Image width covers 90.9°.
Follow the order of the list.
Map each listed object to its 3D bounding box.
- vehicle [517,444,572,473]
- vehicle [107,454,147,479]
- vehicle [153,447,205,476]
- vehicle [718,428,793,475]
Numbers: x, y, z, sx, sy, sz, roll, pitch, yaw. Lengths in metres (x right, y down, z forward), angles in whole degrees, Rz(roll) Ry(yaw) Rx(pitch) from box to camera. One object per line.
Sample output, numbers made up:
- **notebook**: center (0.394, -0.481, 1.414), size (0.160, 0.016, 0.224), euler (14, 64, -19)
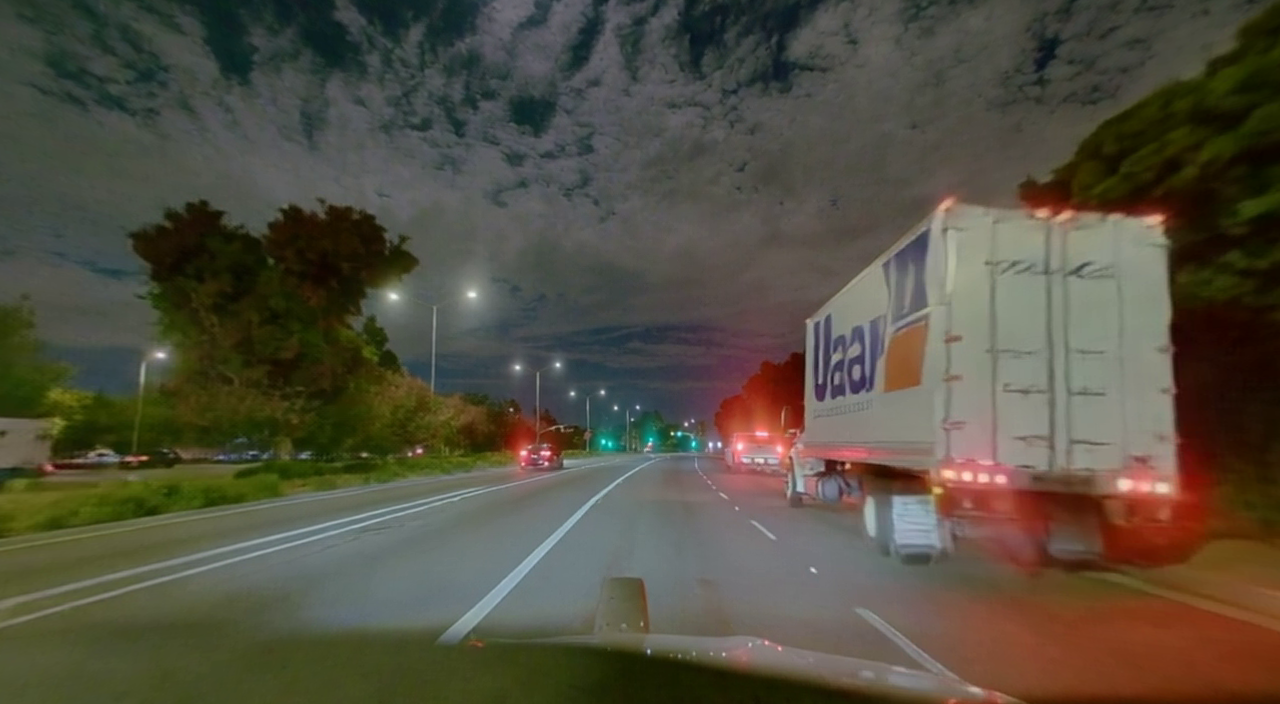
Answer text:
- **vehicle**: center (-5.192, 5.826, 34.914), size (2.060, 1.473, 4.645), euler (0, -8, 3)
- **vehicle**: center (-37.517, 8.315, 46.010), size (1.989, 1.587, 4.182), euler (8, -10, -40)
- **vehicle**: center (-29.865, 7.030, 40.778), size (2.118, 1.670, 4.487), euler (7, -11, -41)
- **vehicle**: center (5.418, 4.811, 30.694), size (2.695, 2.013, 6.661), euler (0, -8, 2)
